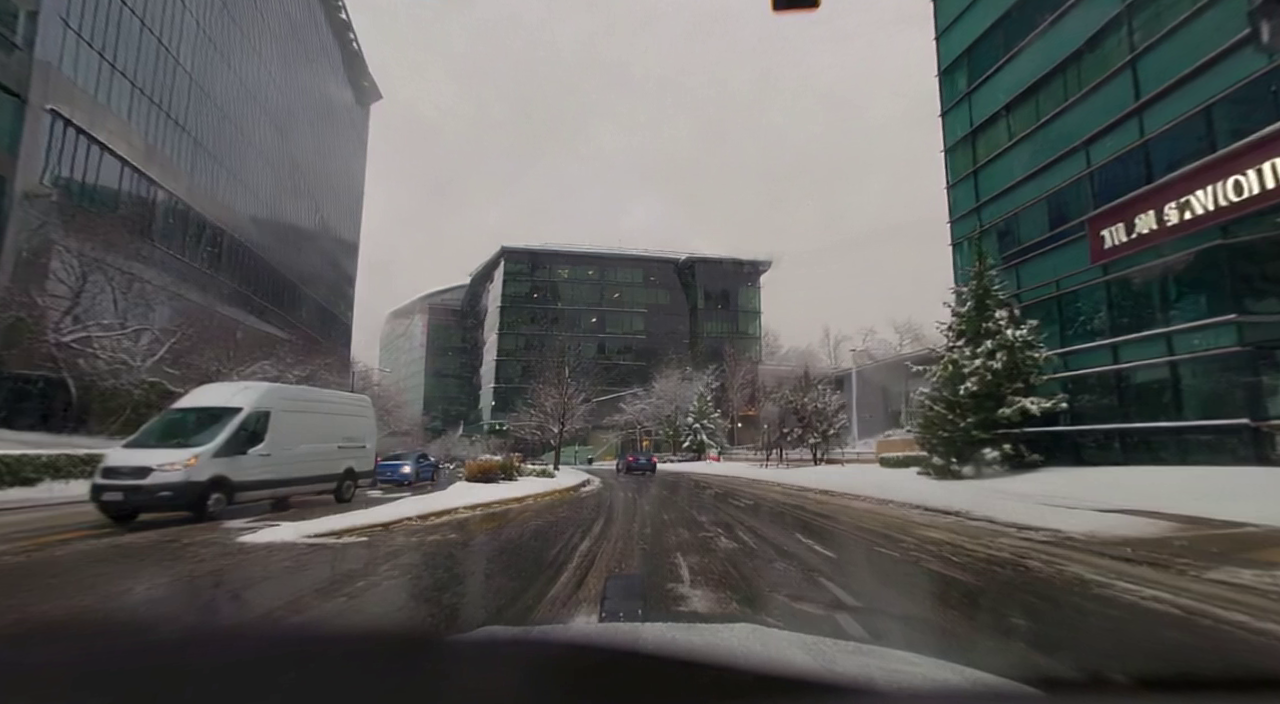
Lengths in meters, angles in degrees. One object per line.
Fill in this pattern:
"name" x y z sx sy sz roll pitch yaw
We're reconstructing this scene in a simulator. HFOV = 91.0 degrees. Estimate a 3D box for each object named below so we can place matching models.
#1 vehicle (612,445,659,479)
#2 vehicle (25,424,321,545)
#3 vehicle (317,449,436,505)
"vehicle" -0.339 6.342 36.681 2.129 1.816 4.851 1 -9 -7
"vehicle" -7.858 2.246 11.347 2.028 1.718 4.479 1 -9 -3
"vehicle" -8.158 3.867 19.942 2.004 1.549 3.947 0 -9 0
